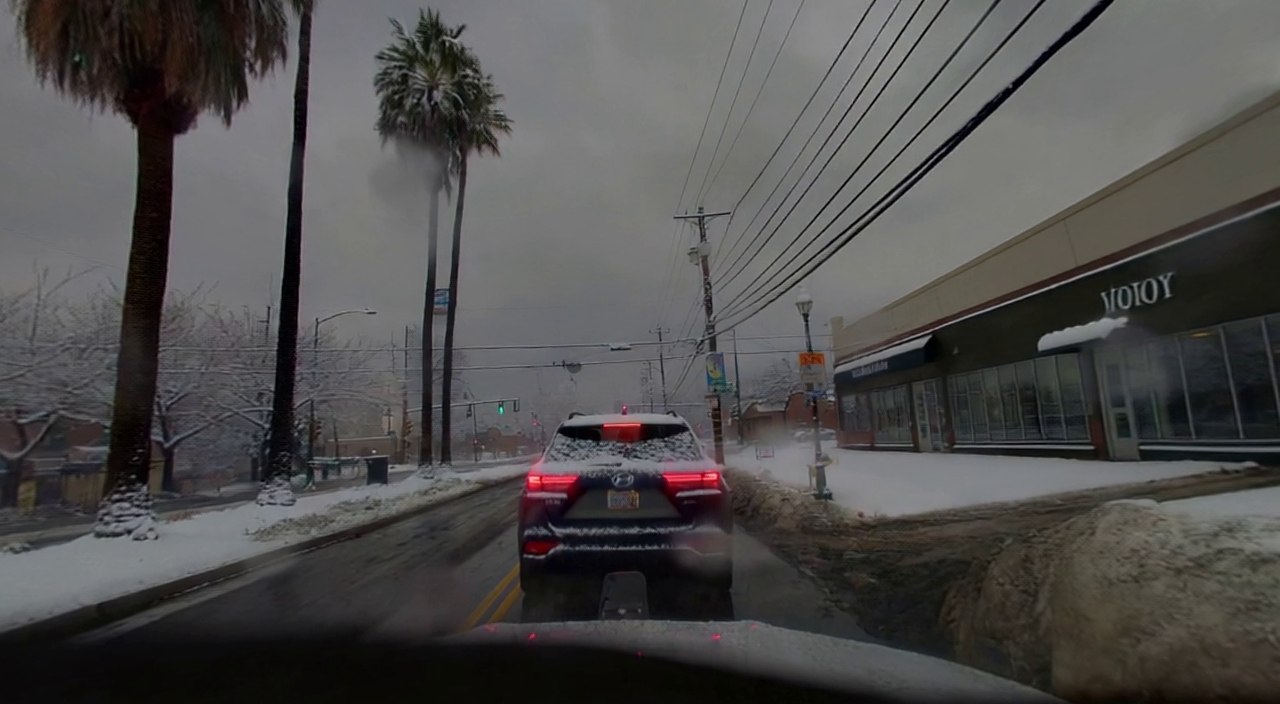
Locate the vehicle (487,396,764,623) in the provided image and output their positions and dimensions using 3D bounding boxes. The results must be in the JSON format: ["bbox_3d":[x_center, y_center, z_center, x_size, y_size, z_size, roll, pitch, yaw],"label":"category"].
[{"bbox_3d":[-0.195,1.470,6.778,2.105,1.702,3.750,0,-8,-3],"label":"vehicle"}]
